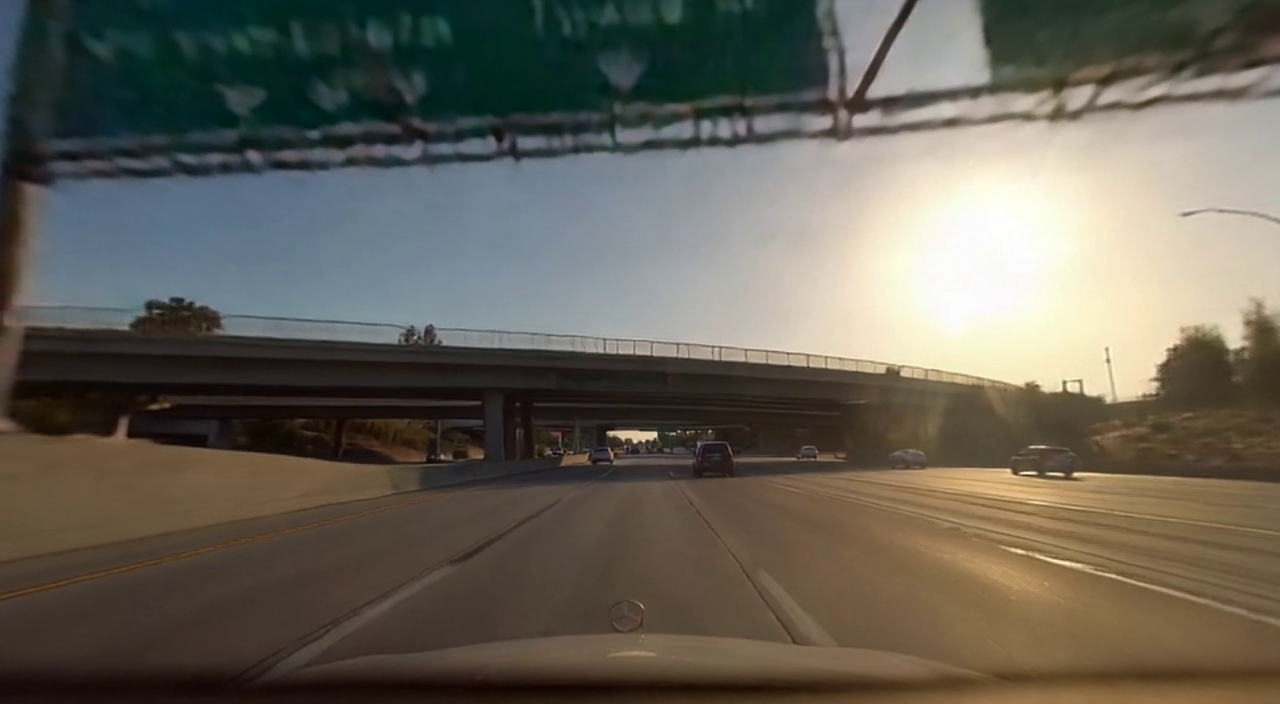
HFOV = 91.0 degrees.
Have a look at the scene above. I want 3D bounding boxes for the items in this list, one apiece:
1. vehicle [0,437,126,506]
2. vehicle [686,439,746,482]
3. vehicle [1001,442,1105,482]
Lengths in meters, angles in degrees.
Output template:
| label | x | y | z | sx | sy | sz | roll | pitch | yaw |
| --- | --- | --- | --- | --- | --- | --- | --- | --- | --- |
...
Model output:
| label | x | y | z | sx | sy | sz | roll | pitch | yaw |
| --- | --- | --- | --- | --- | --- | --- | --- | --- | --- |
| vehicle | -18.106 | 3.384 | 18.118 | 2.066 | 1.824 | 5.243 | 0 | -9 | 2 |
| vehicle | 3.335 | 4.864 | 28.540 | 2.147 | 1.794 | 4.538 | 0 | -9 | 0 |
| vehicle | 20.285 | 5.401 | 31.249 | 2.116 | 1.754 | 4.727 | 0 | -9 | 3 |
